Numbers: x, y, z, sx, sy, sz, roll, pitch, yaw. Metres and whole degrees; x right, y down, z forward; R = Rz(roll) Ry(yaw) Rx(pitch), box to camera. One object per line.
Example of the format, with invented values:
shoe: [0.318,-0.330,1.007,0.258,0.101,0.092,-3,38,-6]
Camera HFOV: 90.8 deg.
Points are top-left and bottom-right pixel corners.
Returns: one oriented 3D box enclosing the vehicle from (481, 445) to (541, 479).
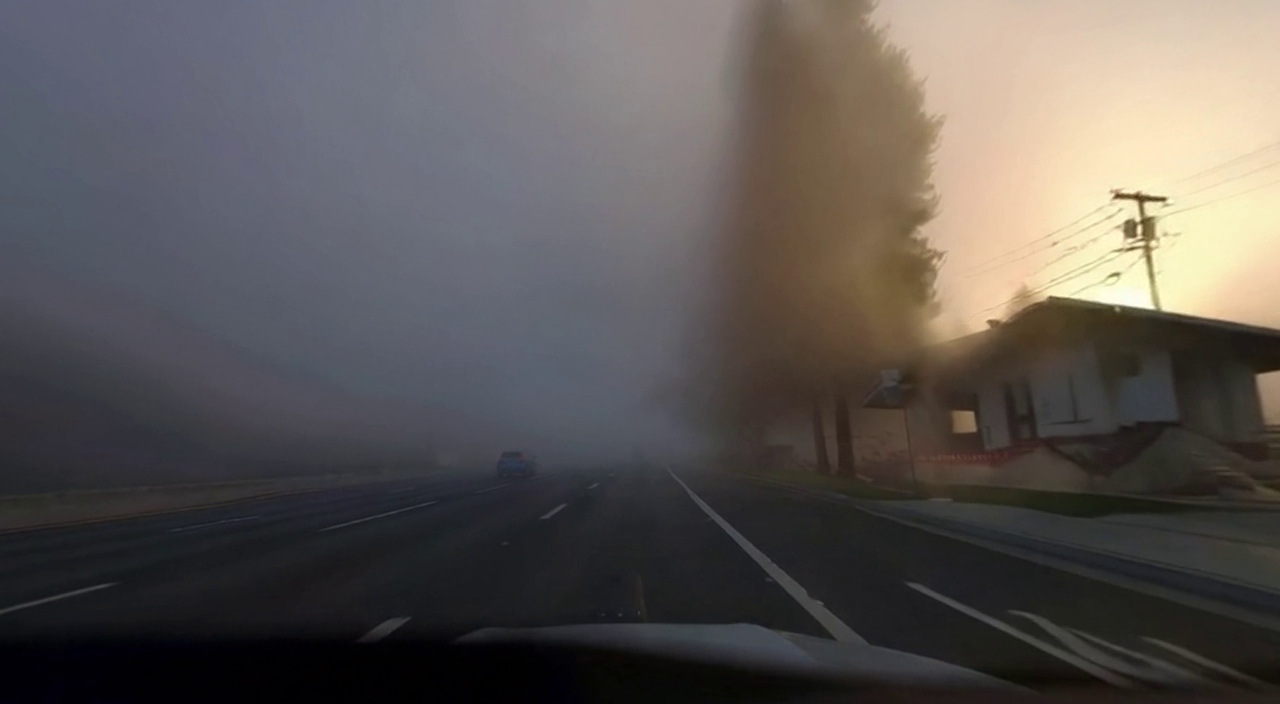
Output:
vehicle: [-6.829,5.895,34.104,2.115,1.711,4.722,0,-9,2]
